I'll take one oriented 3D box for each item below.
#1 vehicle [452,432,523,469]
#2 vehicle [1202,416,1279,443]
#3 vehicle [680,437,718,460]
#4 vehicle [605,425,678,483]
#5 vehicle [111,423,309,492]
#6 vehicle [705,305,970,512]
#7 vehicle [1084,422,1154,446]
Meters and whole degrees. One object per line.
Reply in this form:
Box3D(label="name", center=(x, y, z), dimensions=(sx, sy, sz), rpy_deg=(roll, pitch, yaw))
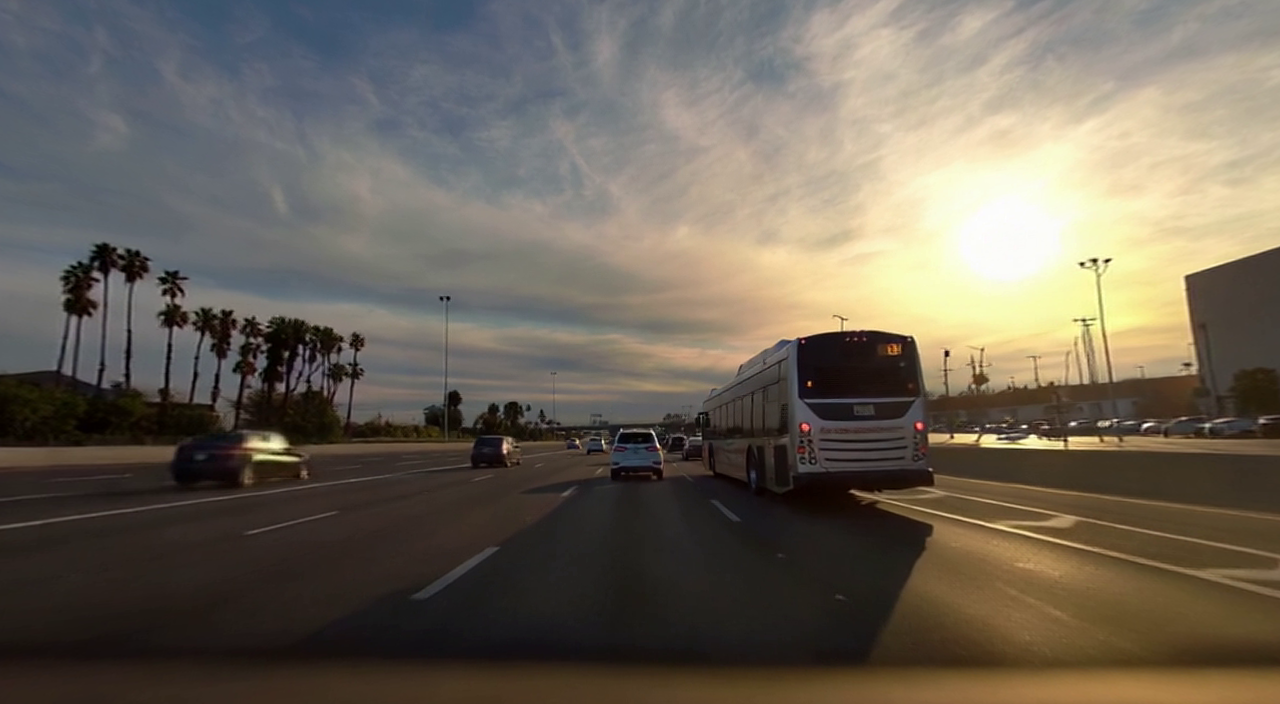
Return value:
Box3D(label="vehicle", center=(-7.563, 4.964, 31.788), dimensions=(2.291, 1.729, 4.879), rpy_deg=(0, -9, 1))
Box3D(label="vehicle", center=(41.697, 5.312, 43.225), dimensions=(4.482, 1.671, 1.852), rpy_deg=(-8, -9, 42))
Box3D(label="vehicle", center=(4.019, 6.671, 43.529), dimensions=(2.039, 1.516, 4.521), rpy_deg=(0, -9, -2))
Box3D(label="vehicle", center=(0.065, 3.509, 21.815), dimensions=(2.268, 1.796, 4.280), rpy_deg=(0, -9, 0))
Box3D(label="vehicle", center=(-12.271, 3.062, 18.537), dimensions=(2.332, 1.748, 4.897), rpy_deg=(0, -9, 0))
Box3D(label="vehicle", center=(4.120, 2.017, 18.087), dimensions=(3.020, 3.622, 14.302), rpy_deg=(0, -9, 0))
Box3D(label="vehicle", center=(32.268, 5.587, 42.515), dimensions=(1.795, 1.481, 3.986), rpy_deg=(-1, -9, 5))
